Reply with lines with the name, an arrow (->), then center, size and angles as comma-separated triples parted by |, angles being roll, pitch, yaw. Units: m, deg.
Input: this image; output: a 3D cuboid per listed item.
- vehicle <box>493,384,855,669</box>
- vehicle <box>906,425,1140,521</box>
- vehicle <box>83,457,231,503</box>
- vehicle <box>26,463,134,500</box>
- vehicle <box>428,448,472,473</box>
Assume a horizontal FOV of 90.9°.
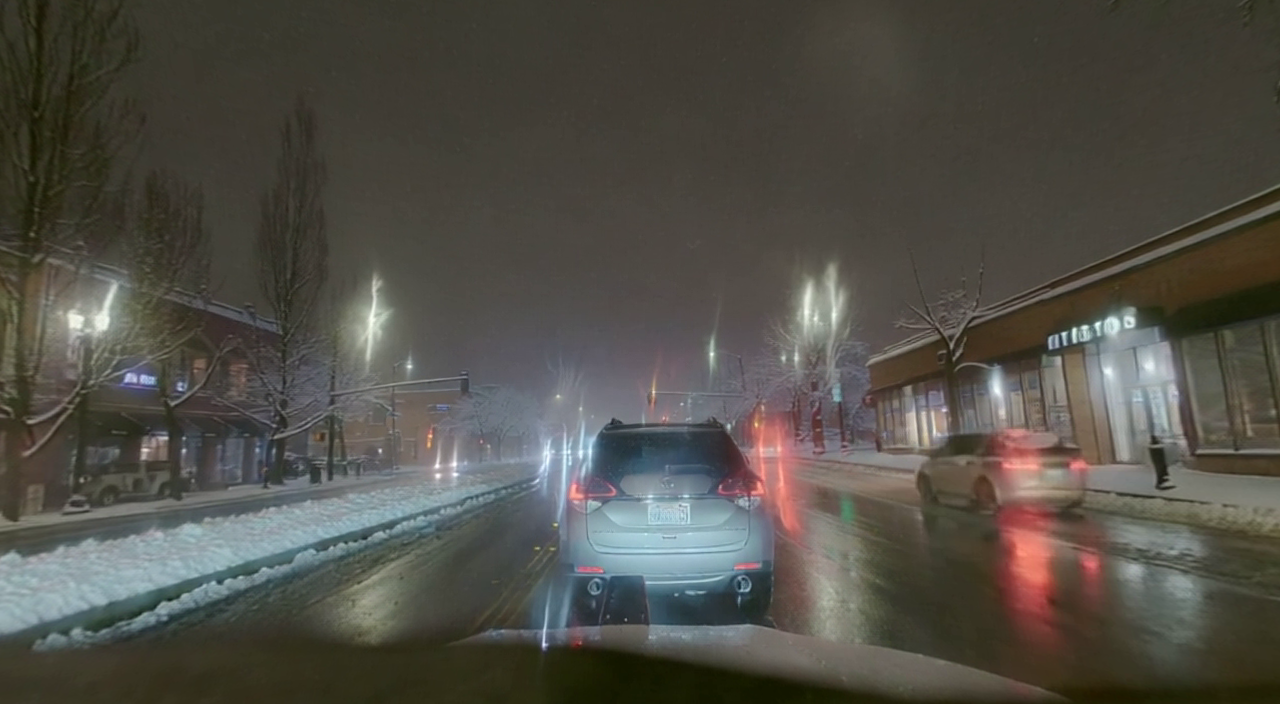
vehicle -> 0.201, 1.311, 5.735 | 2.125, 1.669, 3.880 | 0, -8, 0
vehicle -> 6.973, 2.237, 12.141 | 1.900, 1.507, 4.151 | 0, -8, 0
vehicle -> -20.201, 5.286, 26.510 | 4.608, 1.659, 1.981 | 8, -12, -44
vehicle -> -28.640, 6.622, 32.431 | 2.018, 1.716, 4.042 | -1, -10, -5
vehicle -> -13.897, 7.908, 46.260 | 1.965, 1.695, 4.284 | 0, -8, -1
